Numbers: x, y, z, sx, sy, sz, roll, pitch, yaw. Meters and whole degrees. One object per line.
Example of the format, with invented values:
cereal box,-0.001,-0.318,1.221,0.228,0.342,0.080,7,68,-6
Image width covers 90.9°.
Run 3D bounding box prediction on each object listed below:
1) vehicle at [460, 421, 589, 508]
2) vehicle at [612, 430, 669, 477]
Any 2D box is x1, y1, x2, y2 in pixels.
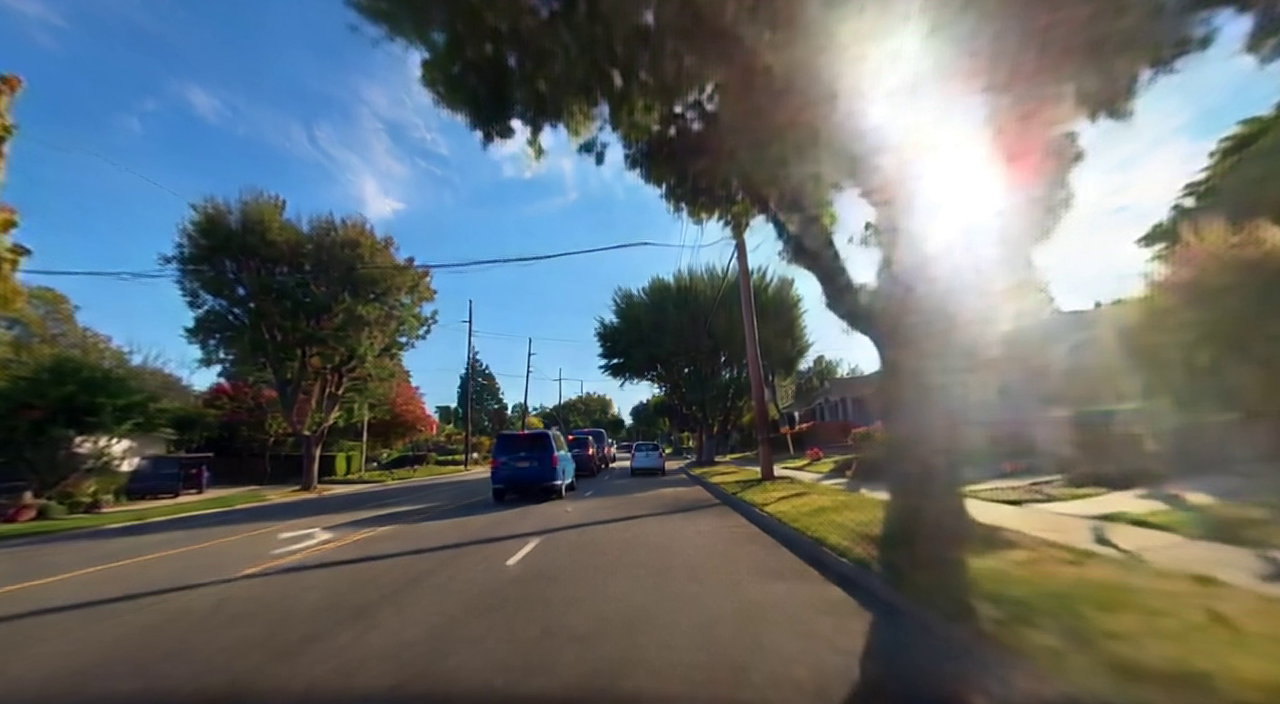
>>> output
vehicle,-2.543,2.639,15.168,2.157,1.765,4.303,0,-9,2
vehicle,-0.004,4.052,25.359,2.120,1.718,3.909,0,-9,-1
